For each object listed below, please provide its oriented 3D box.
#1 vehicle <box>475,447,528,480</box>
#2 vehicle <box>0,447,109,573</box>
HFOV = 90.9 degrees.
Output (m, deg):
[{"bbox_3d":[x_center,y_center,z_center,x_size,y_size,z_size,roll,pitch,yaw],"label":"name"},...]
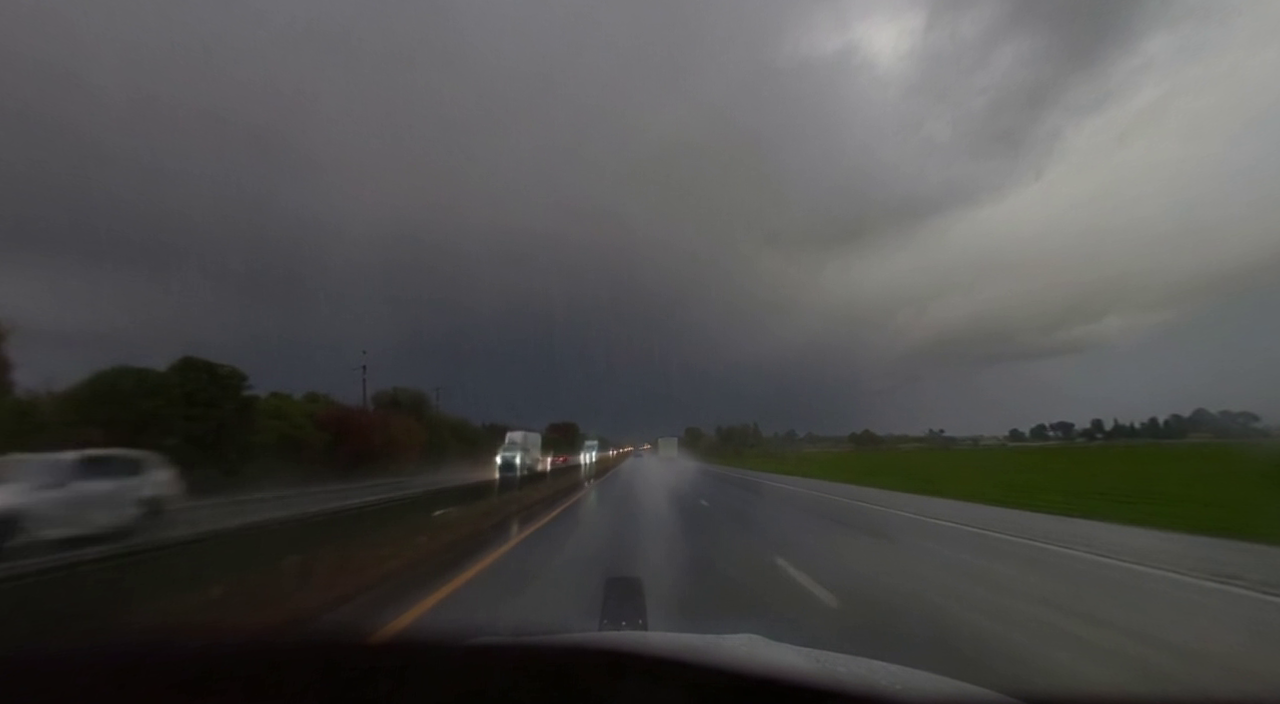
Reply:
[{"bbox_3d":[-8.582,6.948,39.541,2.135,1.906,5.000,0,-9,1],"label":"vehicle"},{"bbox_3d":[-8.705,1.839,7.111,1.858,1.512,4.033,0,-9,0],"label":"vehicle"}]
